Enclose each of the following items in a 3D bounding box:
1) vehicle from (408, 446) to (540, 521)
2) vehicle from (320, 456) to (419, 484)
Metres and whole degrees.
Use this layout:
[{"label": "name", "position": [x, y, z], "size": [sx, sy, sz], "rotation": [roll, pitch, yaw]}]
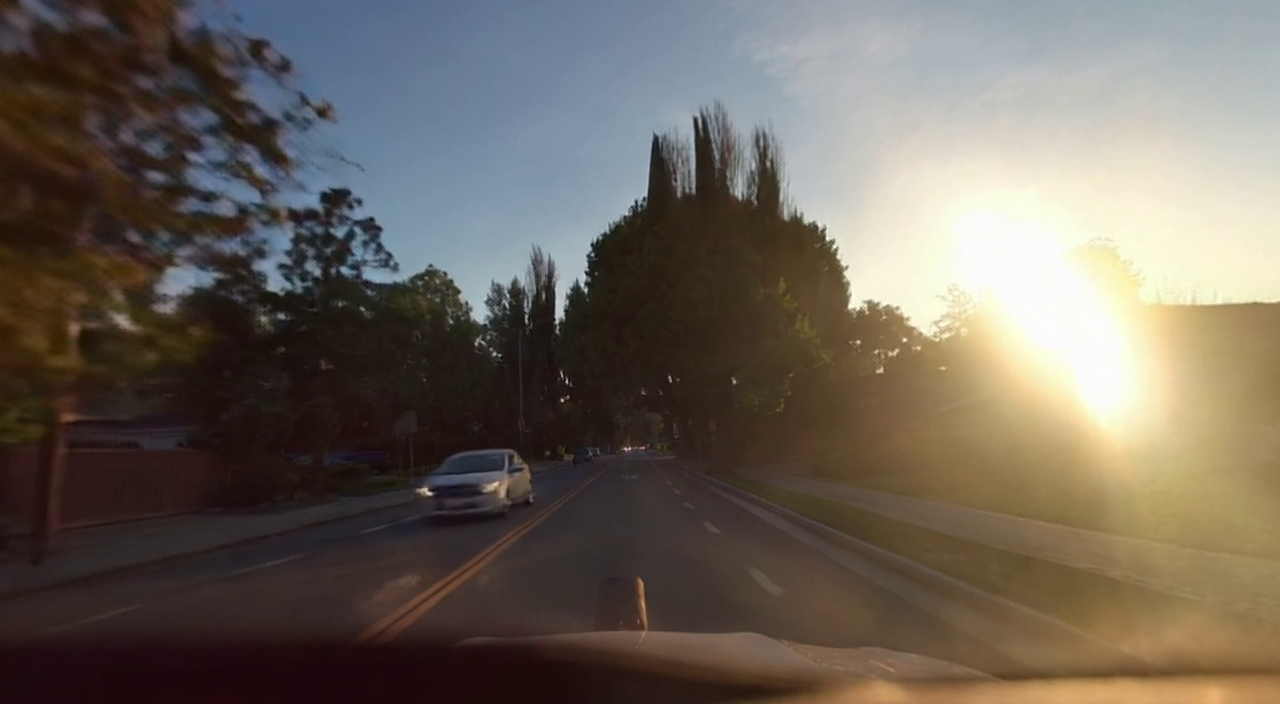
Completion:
[{"label": "vehicle", "position": [-3.824, 3.092, 15.478], "size": [1.996, 1.519, 4.559], "rotation": [0, -9, 0]}, {"label": "vehicle", "position": [-15.222, 6.636, 35.693], "size": [4.779, 1.453, 1.970], "rotation": [-2, -9, 9]}]
